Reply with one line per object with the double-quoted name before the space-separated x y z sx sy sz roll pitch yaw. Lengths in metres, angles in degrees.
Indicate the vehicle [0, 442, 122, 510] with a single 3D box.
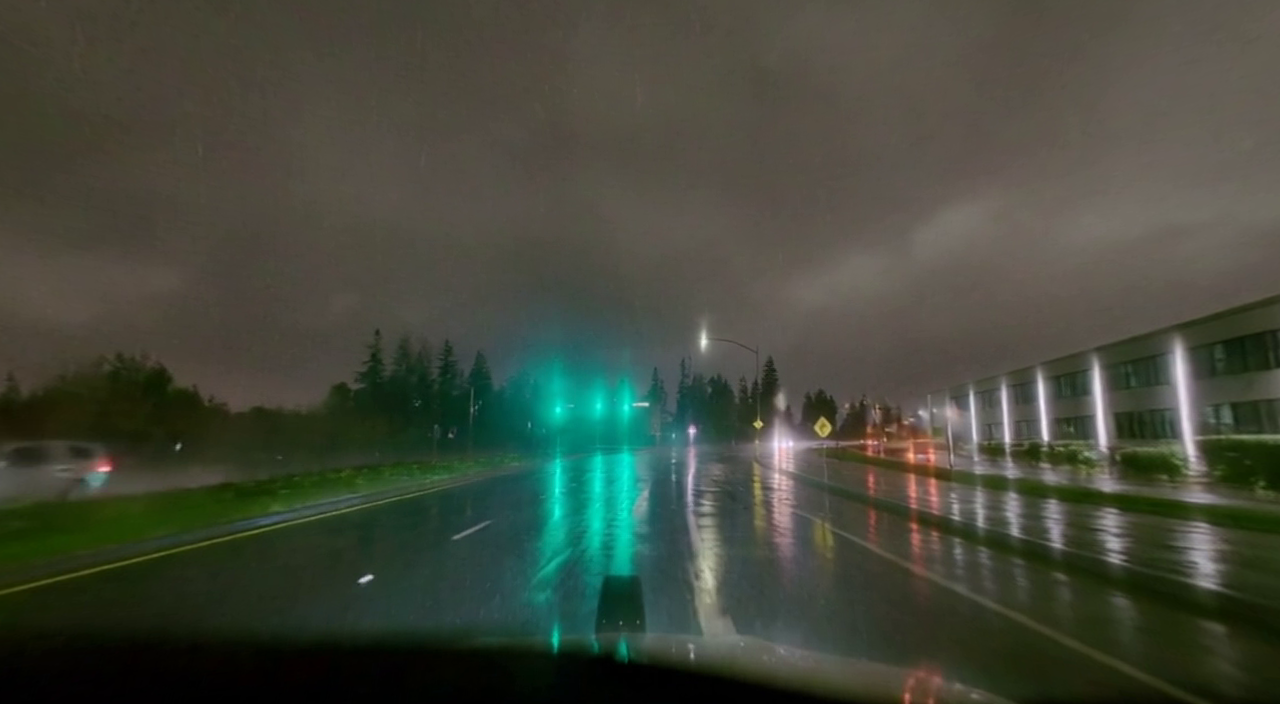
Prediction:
"vehicle" -15.264 2.920 15.053 1.842 1.529 4.356 -1 -9 7
